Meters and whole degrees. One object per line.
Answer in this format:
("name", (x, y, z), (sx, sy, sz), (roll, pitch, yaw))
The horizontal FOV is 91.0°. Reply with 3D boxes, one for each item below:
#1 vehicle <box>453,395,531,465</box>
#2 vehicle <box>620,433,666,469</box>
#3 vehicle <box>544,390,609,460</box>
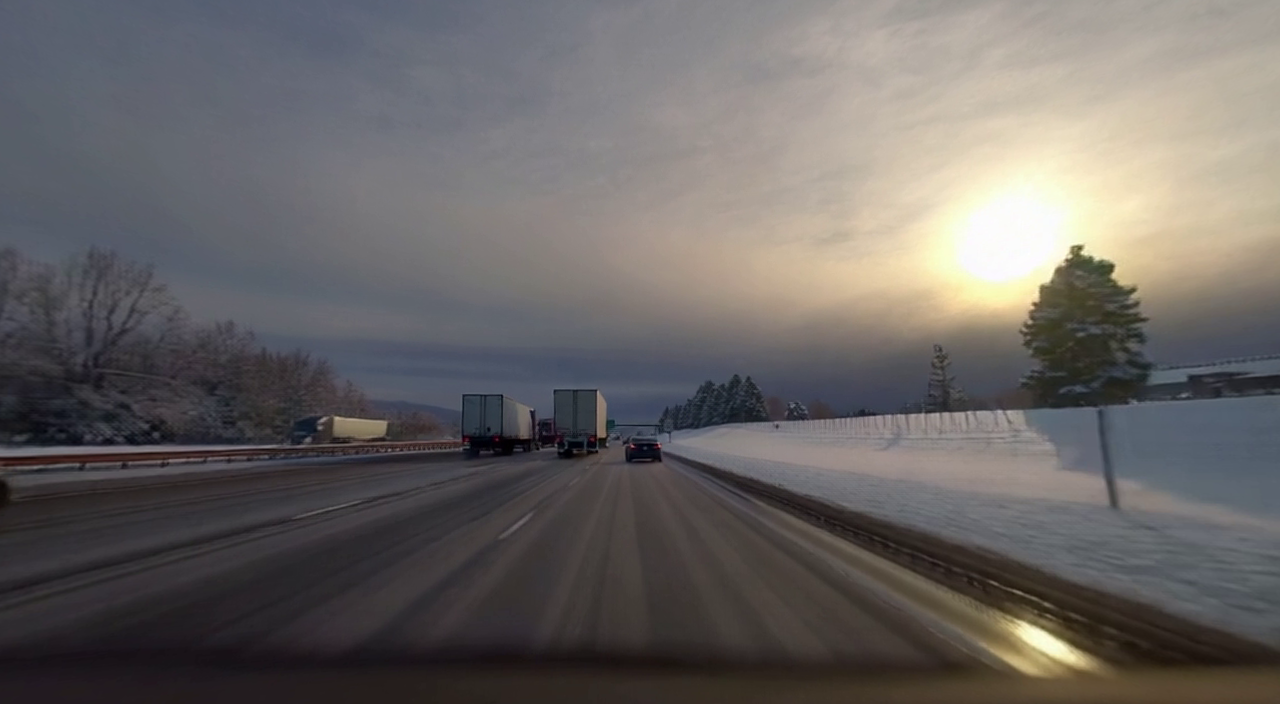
("vehicle", (-7.860, 4.325, 34.446), (2.728, 3.405, 7.096), (0, -8, -2))
("vehicle", (0.071, 4.403, 28.134), (1.891, 1.477, 3.599), (0, -8, -2))
("vehicle", (-4.122, 5.425, 45.177), (3.475, 4.037, 17.454), (0, -8, -2))
